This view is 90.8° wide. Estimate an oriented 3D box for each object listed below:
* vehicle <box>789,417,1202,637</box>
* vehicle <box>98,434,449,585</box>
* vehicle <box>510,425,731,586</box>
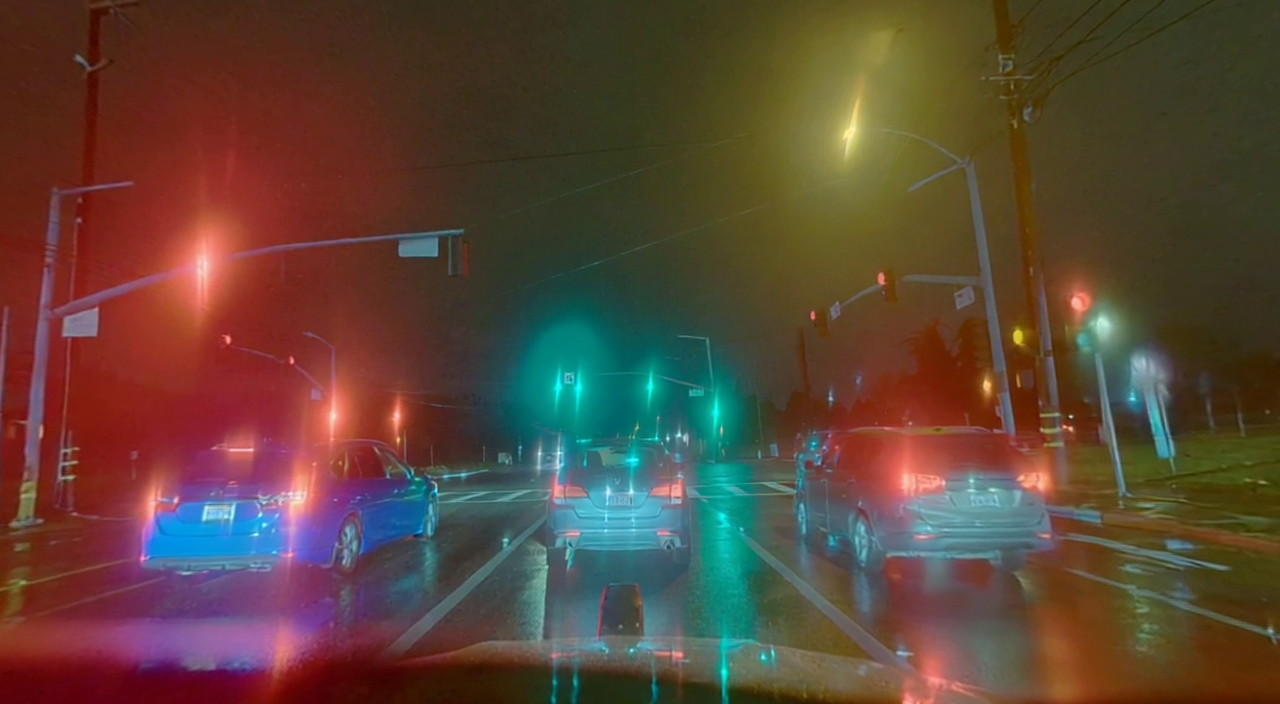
[{"bbox_3d":[2.908,1.483,6.279,1.860,1.494,3.707,0,-8,-1],"label":"vehicle"},{"bbox_3d":[-4.354,1.907,8.573,2.106,1.492,4.312,0,-8,1],"label":"vehicle"},{"bbox_3d":[-0.216,1.752,8.082,2.061,1.485,4.196,0,-8,-1],"label":"vehicle"}]
